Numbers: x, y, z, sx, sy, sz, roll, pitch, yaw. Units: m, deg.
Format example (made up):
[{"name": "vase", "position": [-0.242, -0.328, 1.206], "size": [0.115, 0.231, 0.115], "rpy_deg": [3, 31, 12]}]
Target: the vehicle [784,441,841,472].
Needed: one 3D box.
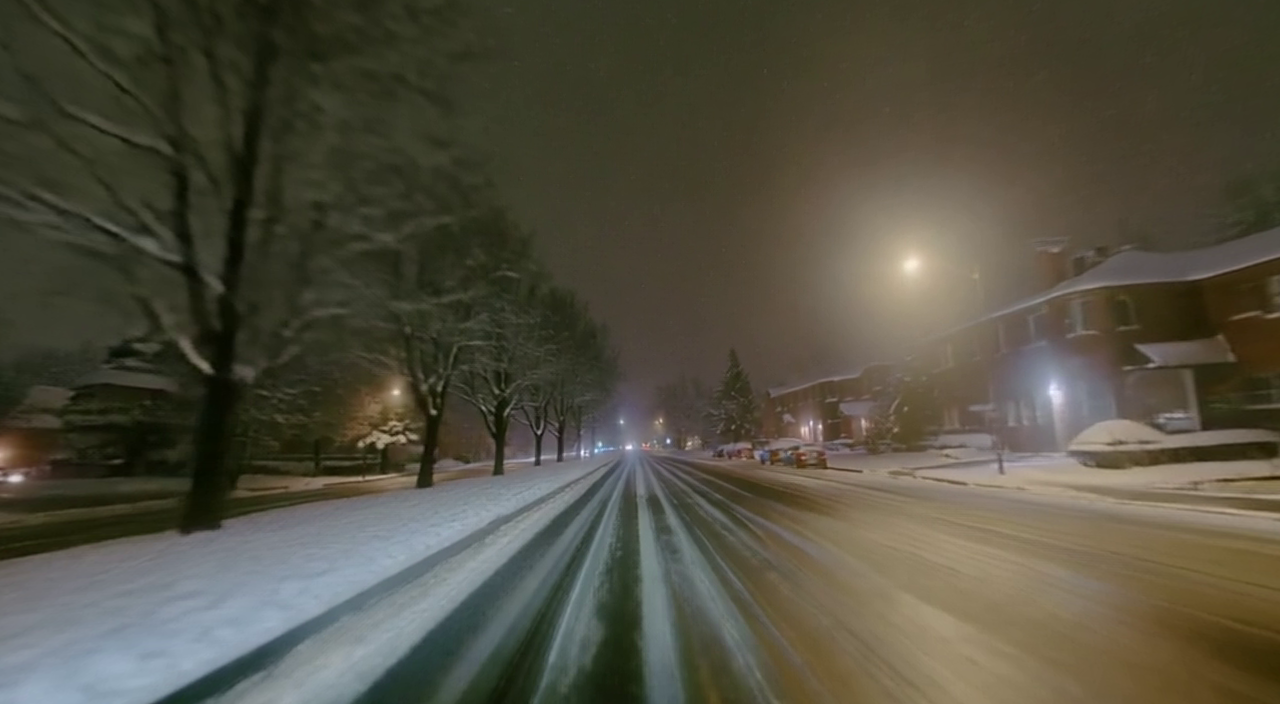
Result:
[{"name": "vehicle", "position": [9.912, 6.018, 36.671], "size": [1.984, 1.672, 4.262], "rpy_deg": [0, -9, -2]}]
